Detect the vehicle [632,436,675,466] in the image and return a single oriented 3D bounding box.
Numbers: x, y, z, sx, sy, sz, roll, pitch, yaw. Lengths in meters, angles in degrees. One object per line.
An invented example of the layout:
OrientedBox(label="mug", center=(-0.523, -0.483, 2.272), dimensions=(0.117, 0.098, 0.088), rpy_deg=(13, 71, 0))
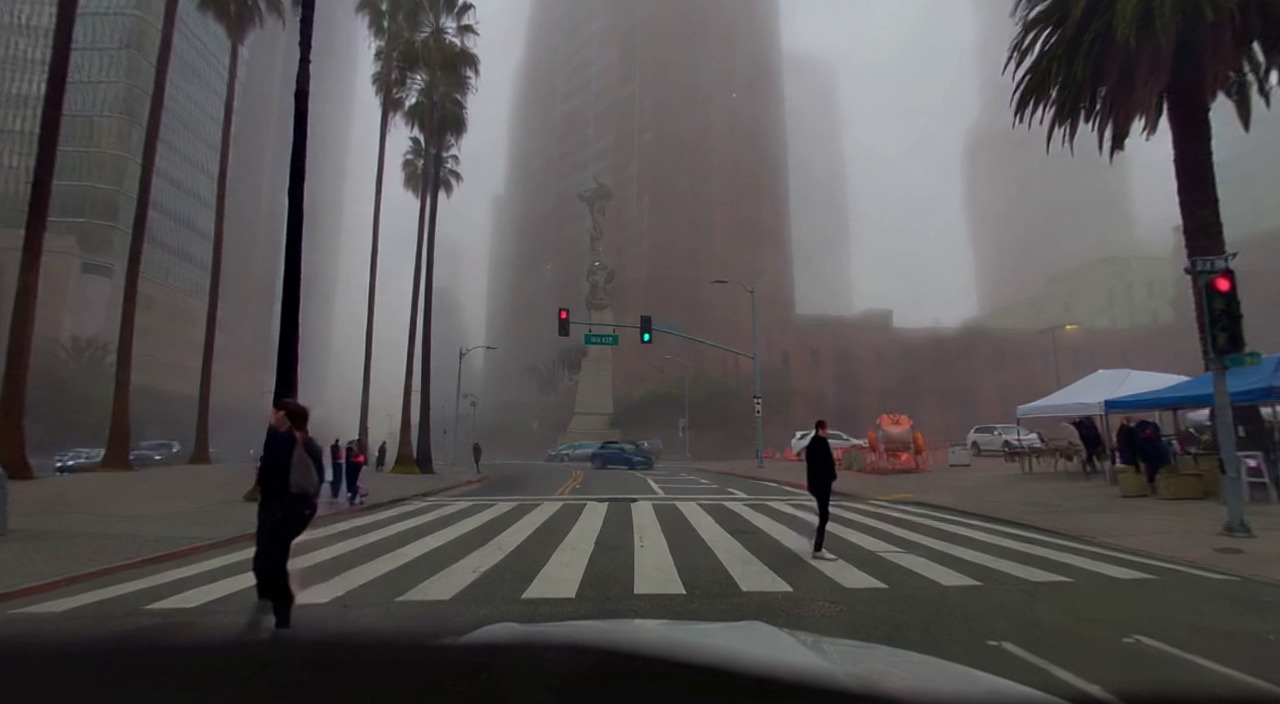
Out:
OrientedBox(label="vehicle", center=(0.904, 7.292, 46.674), dimensions=(2.322, 2.071, 5.366), rpy_deg=(1, -9, -9))
